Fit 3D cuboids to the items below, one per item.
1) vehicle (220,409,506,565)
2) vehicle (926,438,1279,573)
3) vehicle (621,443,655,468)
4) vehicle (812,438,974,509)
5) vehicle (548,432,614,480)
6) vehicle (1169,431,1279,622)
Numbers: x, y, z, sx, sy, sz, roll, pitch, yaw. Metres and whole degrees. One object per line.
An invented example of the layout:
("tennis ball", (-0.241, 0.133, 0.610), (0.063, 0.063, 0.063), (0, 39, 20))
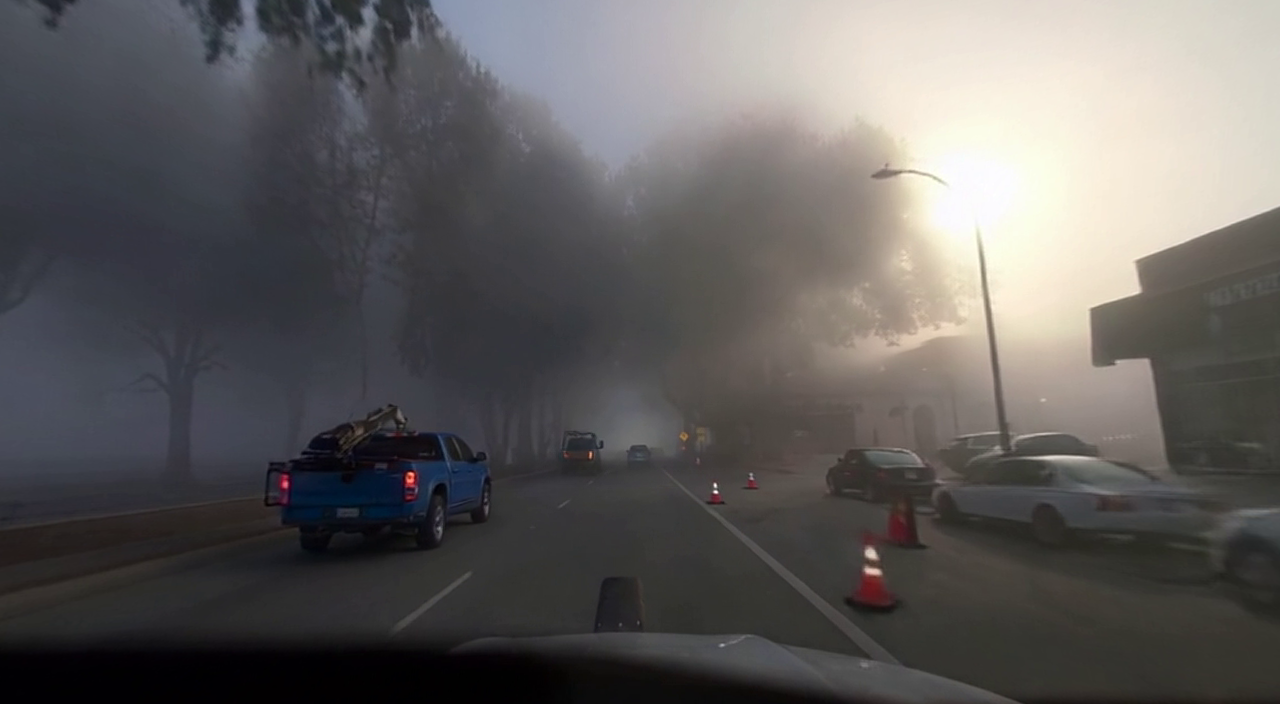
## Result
("vehicle", (-3.666, 1.889, 9.563), (2.327, 1.775, 4.430), (0, -8, 0))
("vehicle", (6.686, 2.147, 9.872), (2.012, 1.523, 5.204), (0, -8, 0))
("vehicle", (-0.216, 7.701, 47.346), (2.413, 1.748, 4.406), (0, -8, -1))
("vehicle", (6.631, 3.214, 17.342), (2.126, 1.642, 4.888), (1, -9, -4))
("vehicle", (-2.695, 4.955, 30.437), (2.424, 2.063, 5.678), (0, -8, 2))
("vehicle", (6.027, 1.185, 3.681), (2.045, 1.505, 4.615), (-1, -8, 3))
